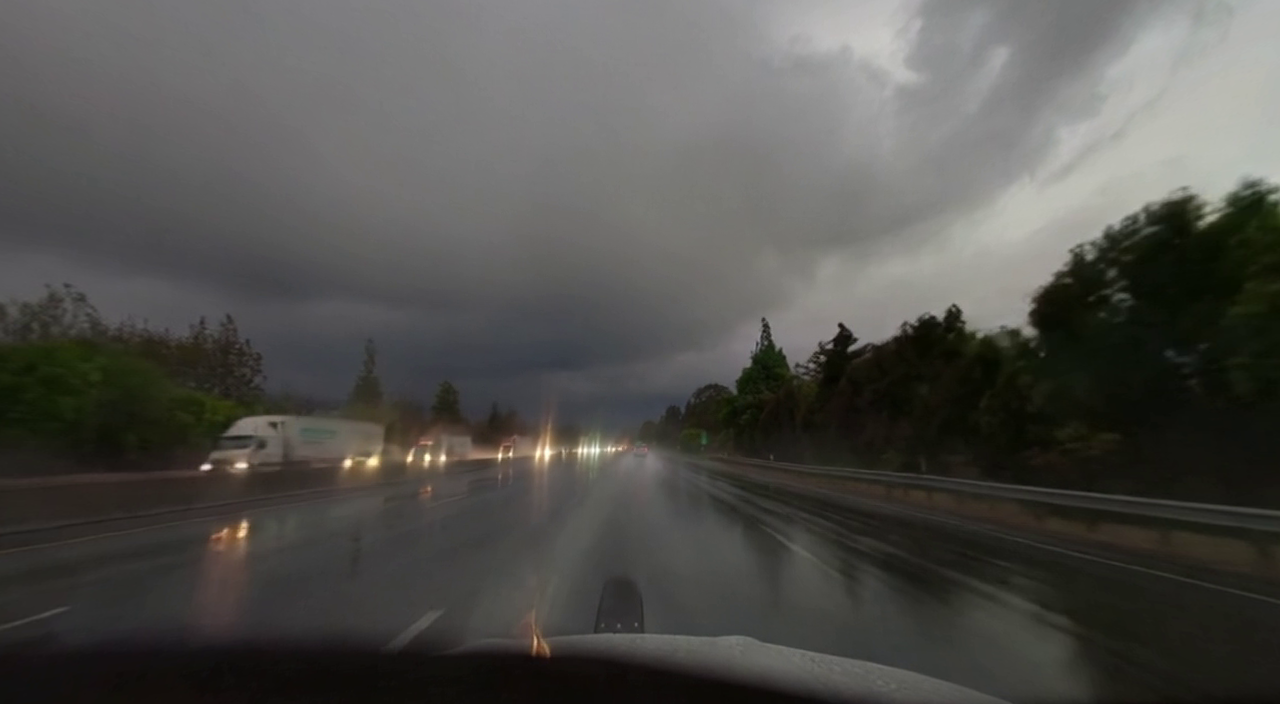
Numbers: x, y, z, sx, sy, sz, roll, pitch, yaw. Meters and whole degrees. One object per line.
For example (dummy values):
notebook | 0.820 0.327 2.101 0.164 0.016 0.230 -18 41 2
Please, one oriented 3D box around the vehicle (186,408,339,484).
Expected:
vehicle | -22.921 5.894 39.140 3.011 4.011 10.543 0 -9 -1

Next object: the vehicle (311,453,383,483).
vehicle | -15.808 6.233 34.061 1.845 1.481 4.396 0 -9 -1
